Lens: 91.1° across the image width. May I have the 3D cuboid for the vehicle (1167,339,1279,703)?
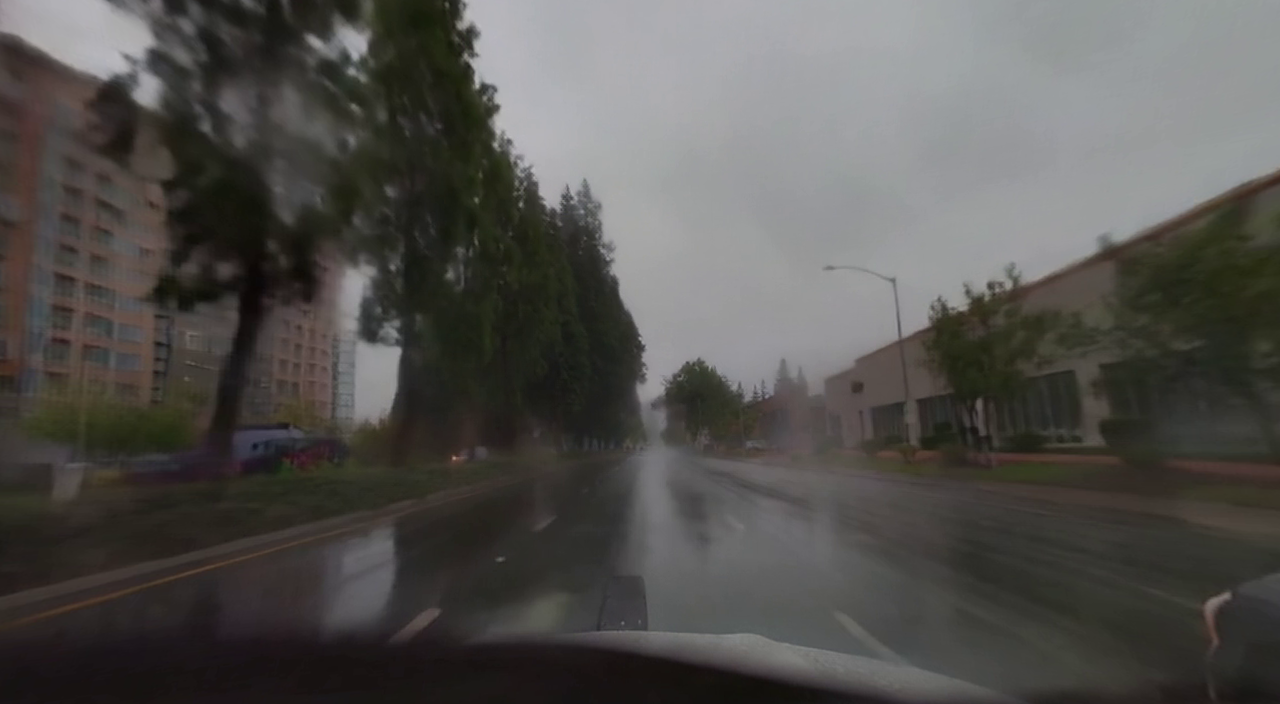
[{"bbox_3d":[3.251,0.535,0.313,2.090,1.685,4.436,0,-8,0],"label":"vehicle"}]
